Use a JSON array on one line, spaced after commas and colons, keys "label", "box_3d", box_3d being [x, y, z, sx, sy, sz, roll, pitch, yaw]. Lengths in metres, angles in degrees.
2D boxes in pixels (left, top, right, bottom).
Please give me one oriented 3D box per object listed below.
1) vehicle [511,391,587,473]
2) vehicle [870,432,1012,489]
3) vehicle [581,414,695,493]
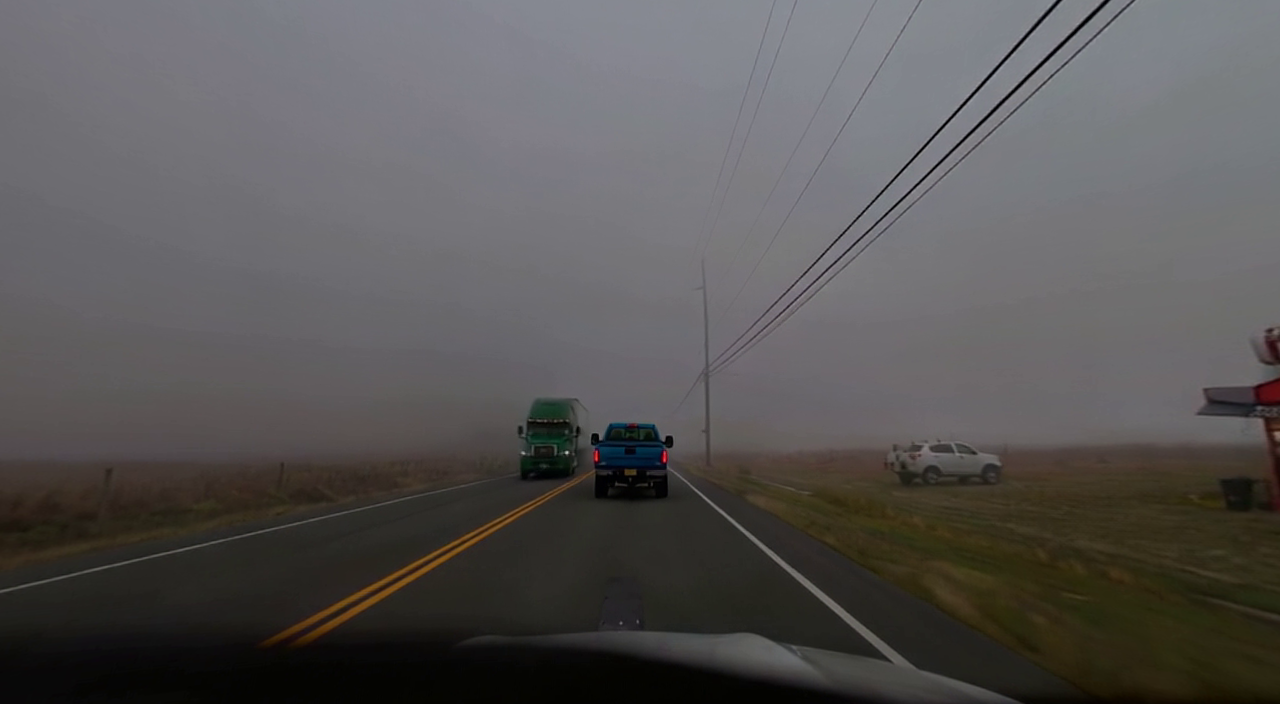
[{"label": "vehicle", "box_3d": [-4.789, 4.469, 34.938, 3.063, 3.986, 7.883, 0, -8, 0]}, {"label": "vehicle", "box_3d": [10.670, 3.743, 22.205, 5.304, 1.754, 2.340, 6, -11, -39]}, {"label": "vehicle", "box_3d": [-0.079, 3.159, 20.074, 2.921, 2.031, 7.416, 0, -8, 0]}]
